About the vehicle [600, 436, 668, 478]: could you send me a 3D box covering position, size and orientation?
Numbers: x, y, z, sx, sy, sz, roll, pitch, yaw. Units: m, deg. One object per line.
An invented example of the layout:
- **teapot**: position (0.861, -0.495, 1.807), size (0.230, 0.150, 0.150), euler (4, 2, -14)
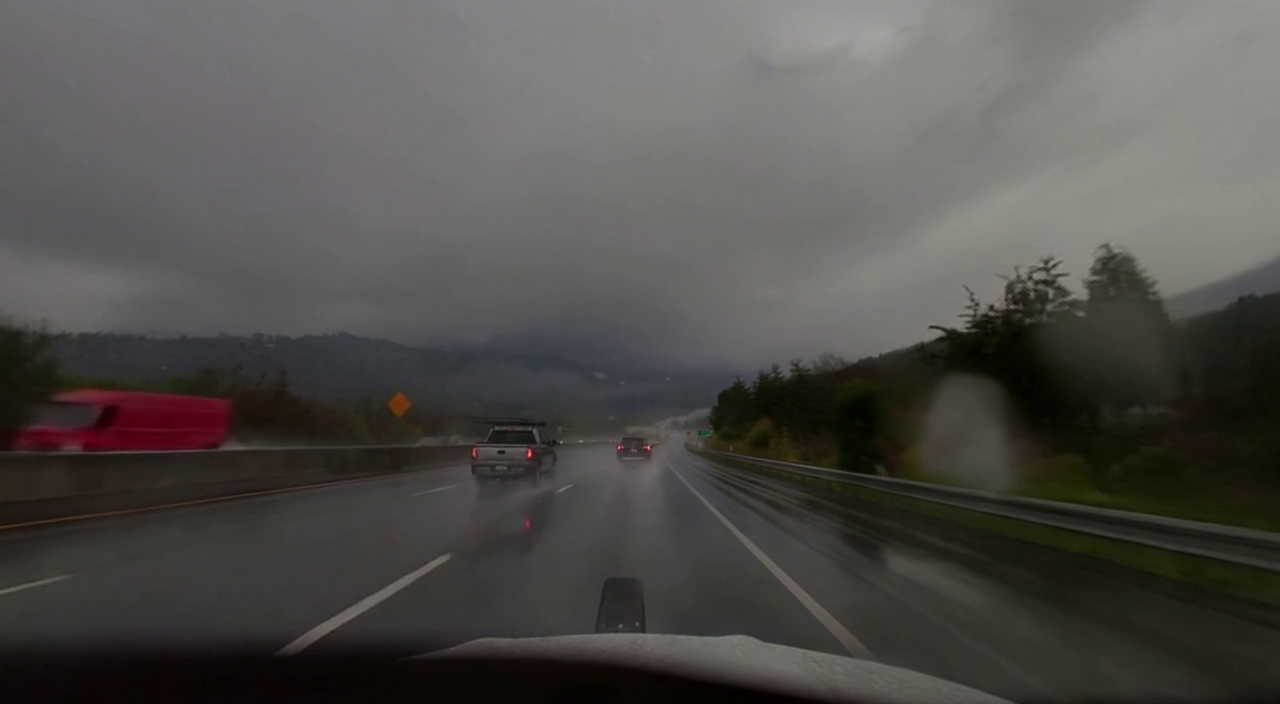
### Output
- **vehicle**: position (-0.181, 4.606, 27.942), size (2.715, 1.669, 5.163), euler (0, -8, 1)

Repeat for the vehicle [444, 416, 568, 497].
- **vehicle**: position (-3.524, 2.897, 17.756), size (2.250, 1.947, 4.860), euler (0, -9, 2)

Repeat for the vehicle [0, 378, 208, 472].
- **vehicle**: position (-25.299, 3.597, 30.005), size (2.934, 3.838, 8.591), euler (0, -9, 2)
